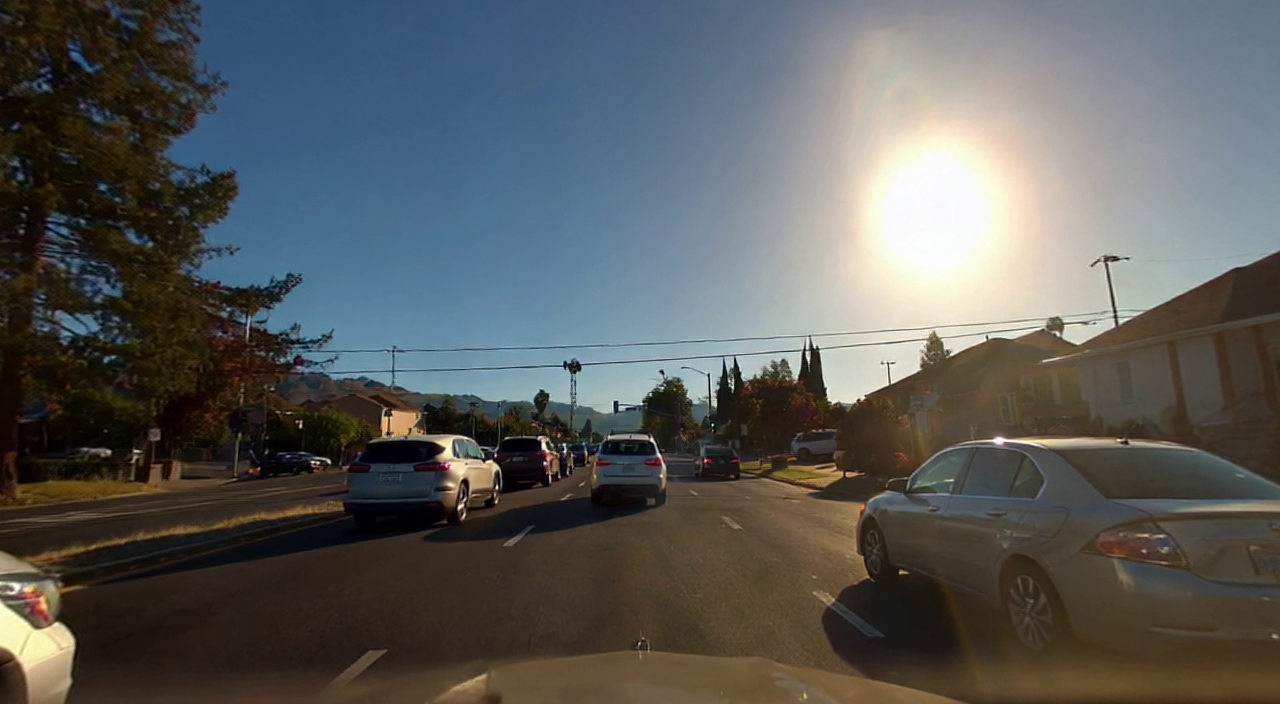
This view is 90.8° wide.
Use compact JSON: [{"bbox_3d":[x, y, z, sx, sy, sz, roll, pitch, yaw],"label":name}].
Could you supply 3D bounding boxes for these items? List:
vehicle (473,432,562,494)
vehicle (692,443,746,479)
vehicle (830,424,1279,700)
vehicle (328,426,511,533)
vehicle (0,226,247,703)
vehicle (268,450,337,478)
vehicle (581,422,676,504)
[{"bbox_3d":[-3.657,3.371,19.627,1.932,1.695,4.150,0,-8,0],"label":"vehicle"},{"bbox_3d":[3.498,4.888,28.637,1.880,1.476,3.932,0,-8,-1],"label":"vehicle"},{"bbox_3d":[3.477,1.477,5.800,1.977,1.480,4.589,0,-8,-1],"label":"vehicle"},{"bbox_3d":[-3.719,2.210,11.599,1.864,1.576,4.324,0,-8,-1],"label":"vehicle"},{"bbox_3d":[-3.330,0.280,0.171,2.354,1.948,6.355,0,-8,0],"label":"vehicle"},{"bbox_3d":[-22.354,7.404,42.048,2.060,1.643,4.623,0,-8,0],"label":"vehicle"},{"bbox_3d":[-0.288,2.857,16.648,2.164,1.867,4.254,0,-8,-1],"label":"vehicle"}]
